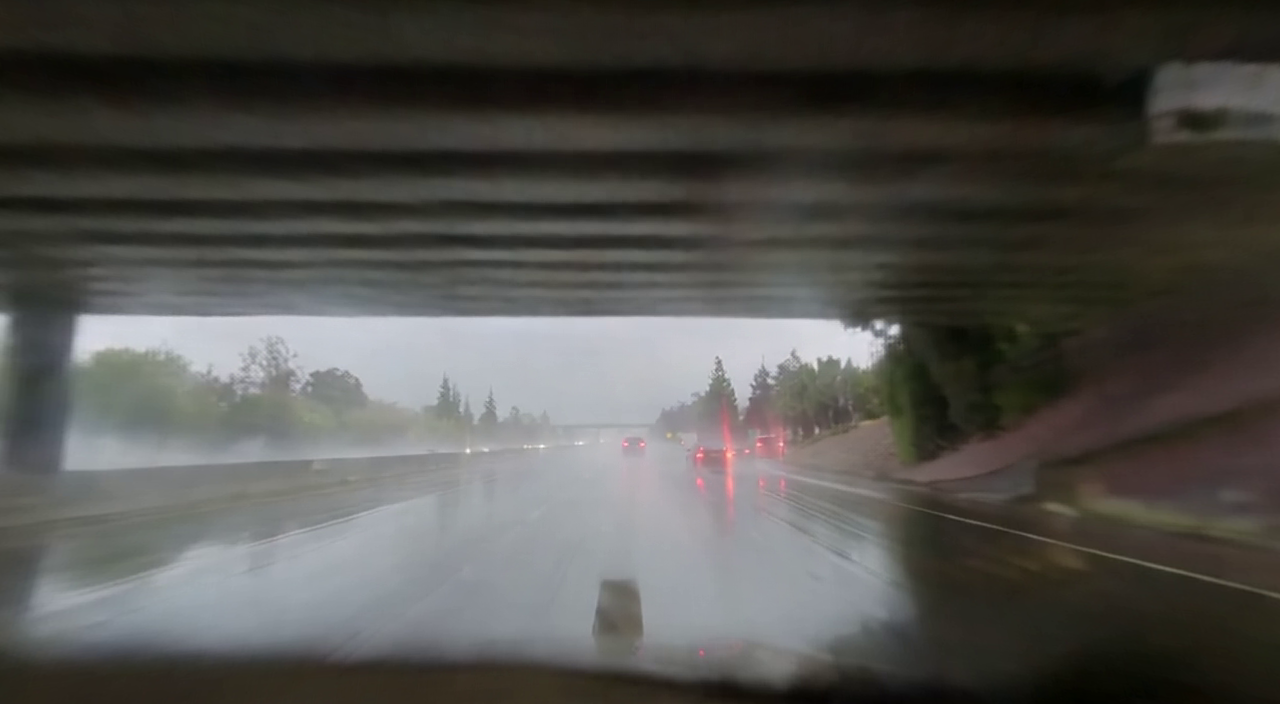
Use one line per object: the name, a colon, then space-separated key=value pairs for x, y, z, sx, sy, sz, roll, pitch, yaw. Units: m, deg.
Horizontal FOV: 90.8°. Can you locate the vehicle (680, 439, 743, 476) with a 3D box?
vehicle: x=3.025 y=4.606 z=27.775 sx=2.076 sy=1.472 sz=4.562 roll=0 pitch=-9 yaw=-2

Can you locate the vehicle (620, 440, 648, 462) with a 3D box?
vehicle: x=-0.488 y=7.422 z=47.369 sx=2.029 sy=1.595 sz=4.207 roll=0 pitch=-8 yaw=-1

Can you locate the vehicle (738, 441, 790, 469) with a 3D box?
vehicle: x=6.973 y=5.849 z=36.056 sx=1.946 sy=1.497 sz=4.467 roll=0 pitch=-9 yaw=-2
